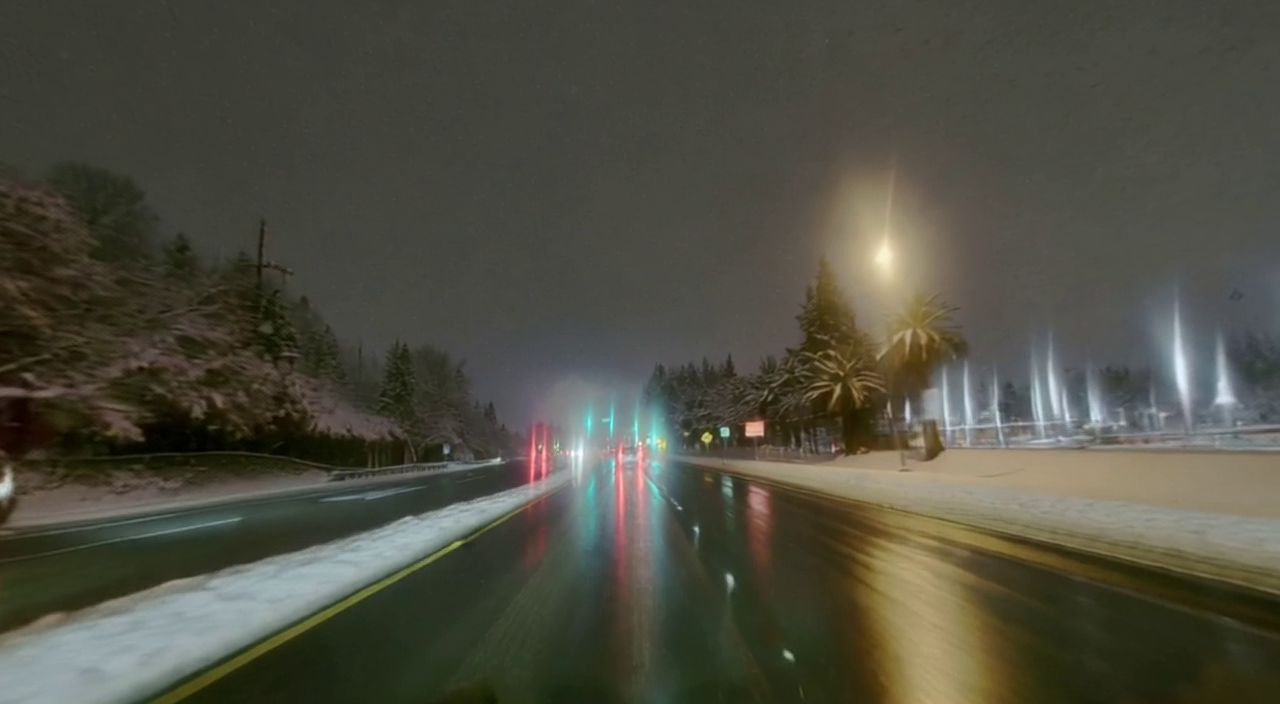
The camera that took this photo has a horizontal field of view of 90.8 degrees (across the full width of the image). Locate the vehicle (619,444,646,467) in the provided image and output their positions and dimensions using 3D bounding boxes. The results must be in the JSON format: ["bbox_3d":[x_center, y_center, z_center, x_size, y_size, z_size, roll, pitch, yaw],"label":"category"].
[{"bbox_3d":[-0.609,7.958,48.668,2.001,1.688,4.128,0,-8,-2],"label":"vehicle"}]
